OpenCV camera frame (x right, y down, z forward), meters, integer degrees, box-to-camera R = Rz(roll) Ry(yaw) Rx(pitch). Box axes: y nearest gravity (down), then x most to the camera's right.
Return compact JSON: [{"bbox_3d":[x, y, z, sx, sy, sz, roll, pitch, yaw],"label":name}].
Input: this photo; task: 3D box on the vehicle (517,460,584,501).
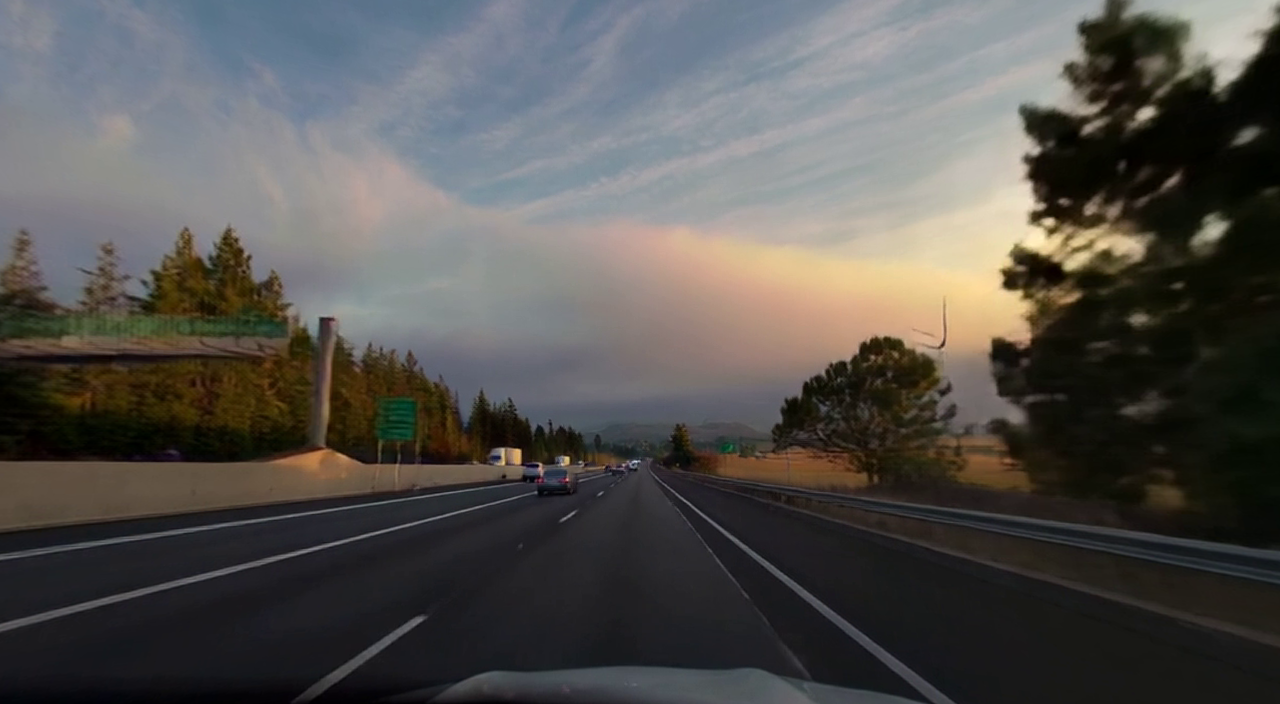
[{"bbox_3d":[-3.568,5.270,26.076,2.039,1.505,4.843,1,-10,0],"label":"vehicle"}]
